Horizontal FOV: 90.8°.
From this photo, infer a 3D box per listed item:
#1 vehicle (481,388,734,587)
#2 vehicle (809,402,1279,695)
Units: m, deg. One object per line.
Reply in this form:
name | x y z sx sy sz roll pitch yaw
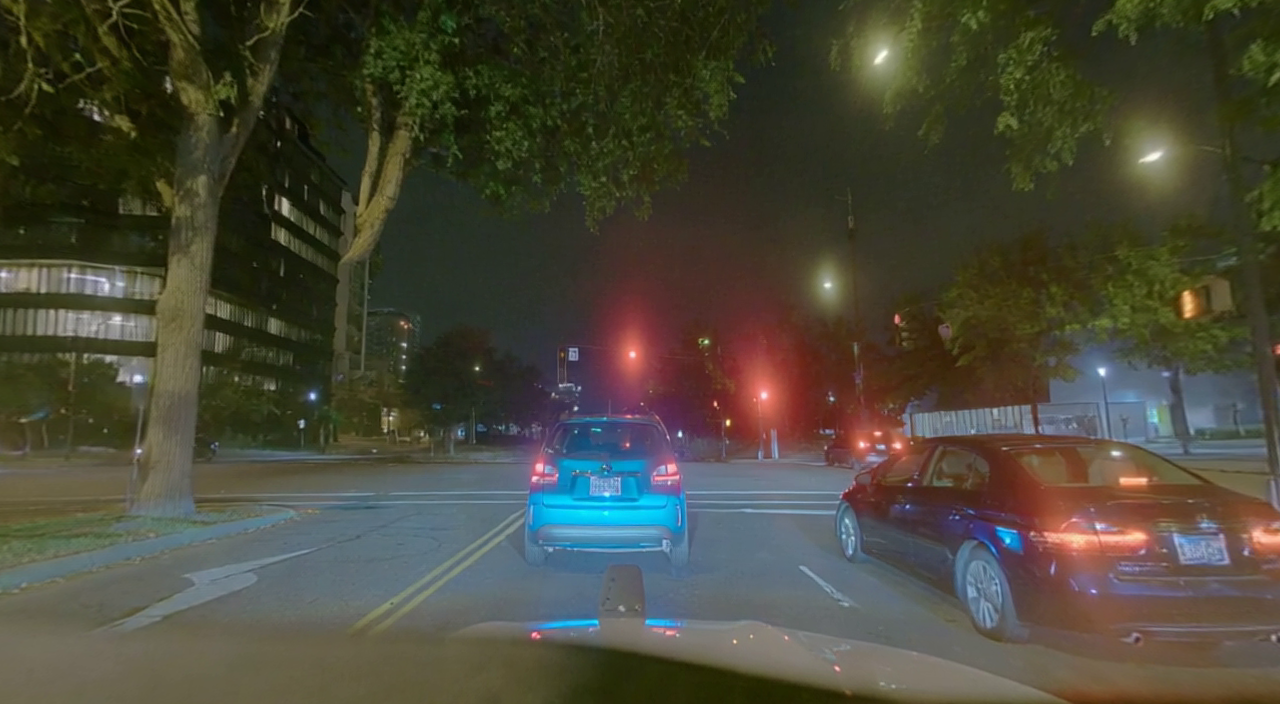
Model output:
vehicle | -0.347 1.526 7.825 2.247 1.760 4.231 0 -9 -2
vehicle | 3.170 1.400 5.776 1.932 1.562 4.629 0 -9 -1
